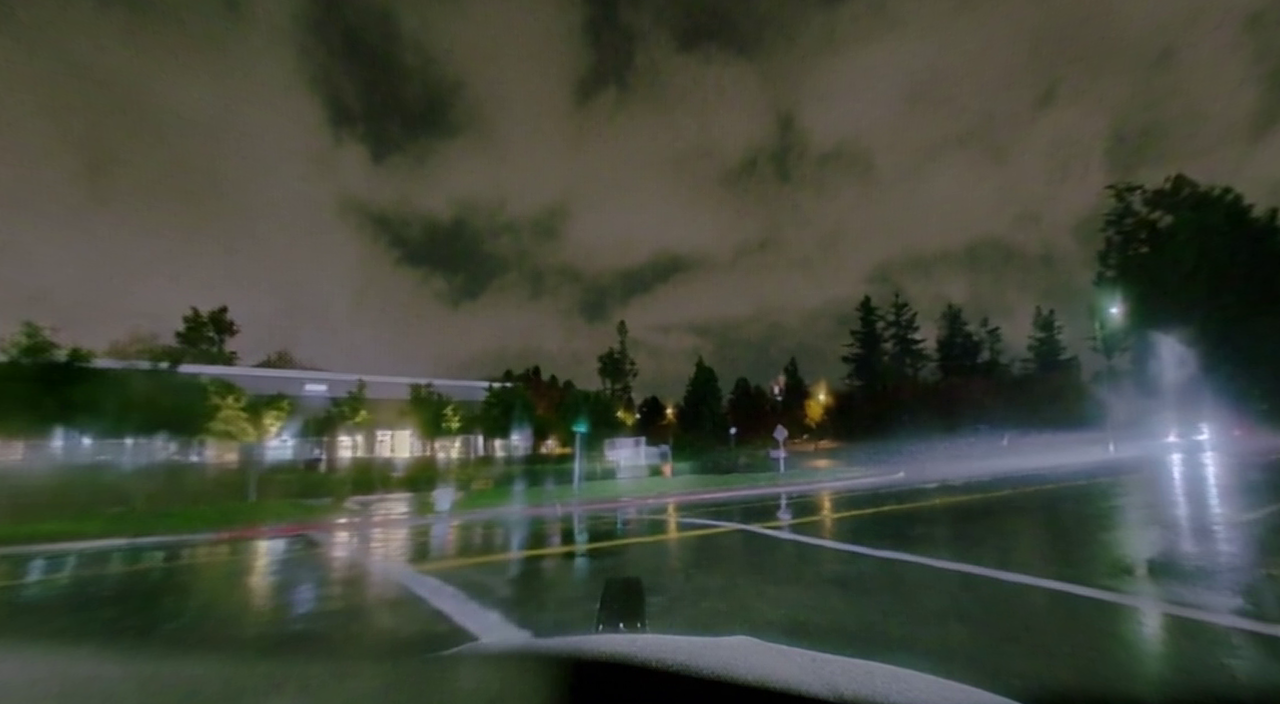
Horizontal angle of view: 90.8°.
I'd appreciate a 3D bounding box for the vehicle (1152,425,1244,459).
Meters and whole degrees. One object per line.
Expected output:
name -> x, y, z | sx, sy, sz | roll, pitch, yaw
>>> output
vehicle -> 26.615, 4.287, 30.100 | 4.433, 1.465, 1.926 | 5, -10, -31
